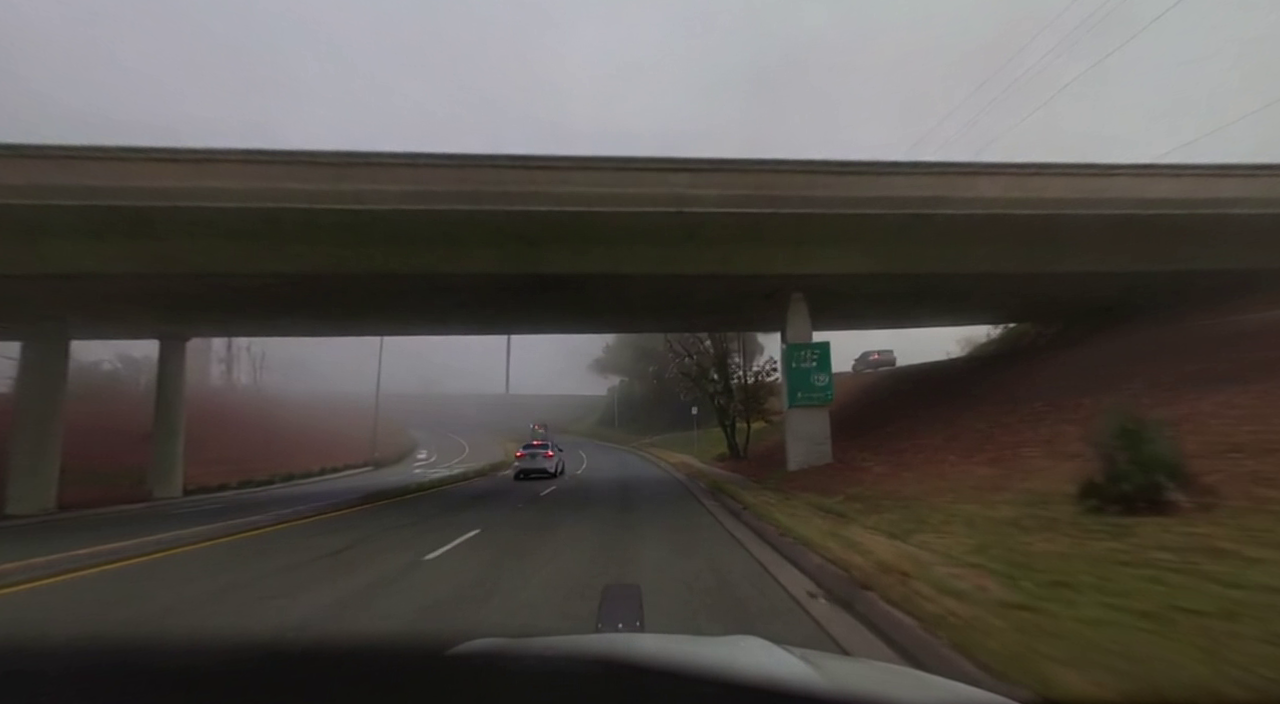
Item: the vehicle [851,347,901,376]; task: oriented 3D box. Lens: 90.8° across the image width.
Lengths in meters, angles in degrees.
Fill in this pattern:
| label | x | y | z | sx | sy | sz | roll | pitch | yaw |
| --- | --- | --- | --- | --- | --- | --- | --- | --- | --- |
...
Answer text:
| label | x | y | z | sx | sy | sz | roll | pitch | yaw |
| --- | --- | --- | --- | --- | --- | --- | --- | --- | --- |
| vehicle | 16.563 | 0.704 | 44.537 | 2.058 | 1.475 | 4.587 | 3 | -7 | 4 |
